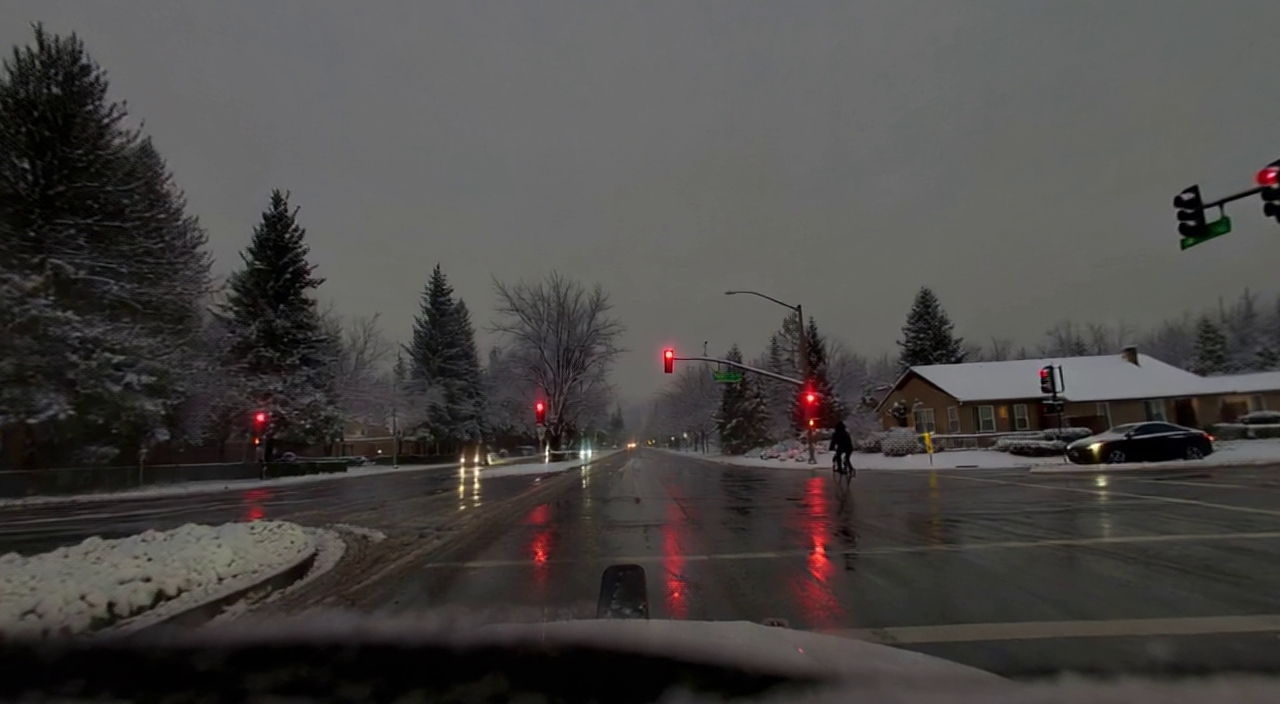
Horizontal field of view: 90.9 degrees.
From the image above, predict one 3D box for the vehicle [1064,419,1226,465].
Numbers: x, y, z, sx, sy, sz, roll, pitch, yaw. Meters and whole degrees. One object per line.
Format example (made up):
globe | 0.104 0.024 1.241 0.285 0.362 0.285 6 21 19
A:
vehicle | 17.310 3.106 21.759 3.969 1.493 1.823 0 -9 1
